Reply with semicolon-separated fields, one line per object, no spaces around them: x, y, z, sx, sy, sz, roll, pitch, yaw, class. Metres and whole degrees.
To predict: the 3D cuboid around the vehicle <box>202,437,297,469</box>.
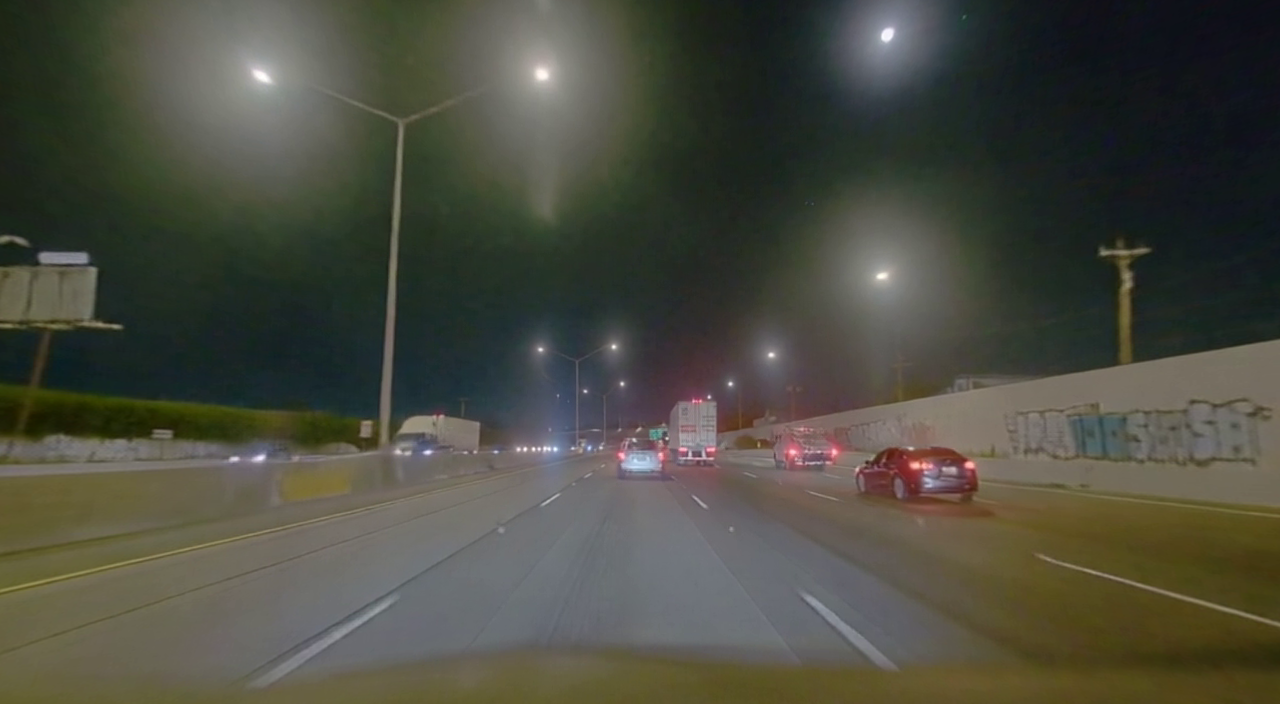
-20.628;5.363;33.646;1.972;1.562;4.772;0;-9;0;vehicle

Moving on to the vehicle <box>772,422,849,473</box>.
8.687;4.983;32.877;2.322;2.360;6.433;0;-9;1;vehicle

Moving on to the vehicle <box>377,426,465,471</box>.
-10.591;4.735;31.050;2.470;1.992;5.196;0;-9;0;vehicle

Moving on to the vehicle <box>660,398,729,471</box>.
3.036;5.130;38.592;2.976;3.806;10.591;0;-9;-2;vehicle

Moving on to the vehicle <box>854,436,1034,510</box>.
6.954;2.800;15.163;1.915;1.476;4.677;0;-9;-1;vehicle

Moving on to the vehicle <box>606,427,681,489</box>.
-0.040;3.599;21.648;2.249;1.843;5.176;0;-9;-3;vehicle
